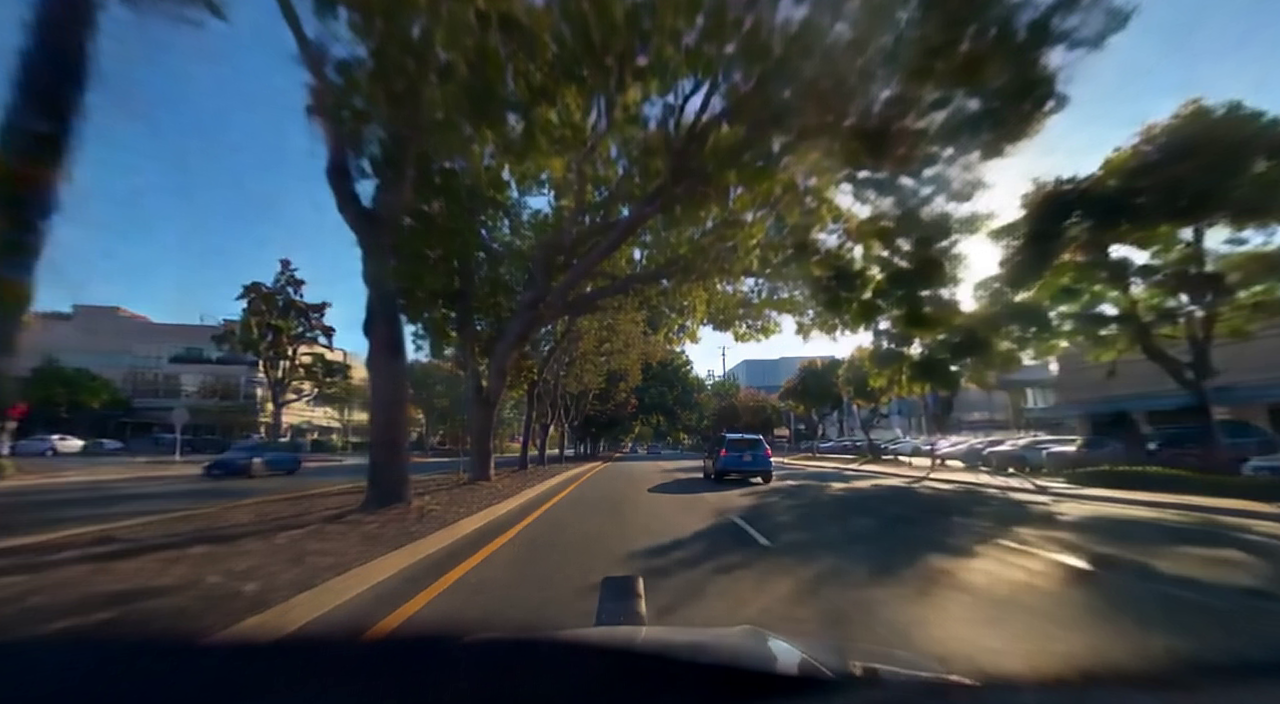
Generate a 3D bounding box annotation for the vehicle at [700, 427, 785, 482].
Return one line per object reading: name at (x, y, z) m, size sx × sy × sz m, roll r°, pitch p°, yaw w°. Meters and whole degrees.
vehicle at (3.417, 3.533, 21.921) m, size 2.072 × 1.696 × 4.177 m, roll 0°, pitch -8°, yaw -2°

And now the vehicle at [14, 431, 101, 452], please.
vehicle at (-44.084, 6.812, 47.903) m, size 4.566 × 1.522 × 1.950 m, roll 0°, pitch -8°, yaw -2°

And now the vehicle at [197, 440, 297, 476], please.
vehicle at (-17.715, 4.794, 28.764) m, size 1.764 × 1.476 × 4.349 m, roll 0°, pitch -8°, yaw 0°
